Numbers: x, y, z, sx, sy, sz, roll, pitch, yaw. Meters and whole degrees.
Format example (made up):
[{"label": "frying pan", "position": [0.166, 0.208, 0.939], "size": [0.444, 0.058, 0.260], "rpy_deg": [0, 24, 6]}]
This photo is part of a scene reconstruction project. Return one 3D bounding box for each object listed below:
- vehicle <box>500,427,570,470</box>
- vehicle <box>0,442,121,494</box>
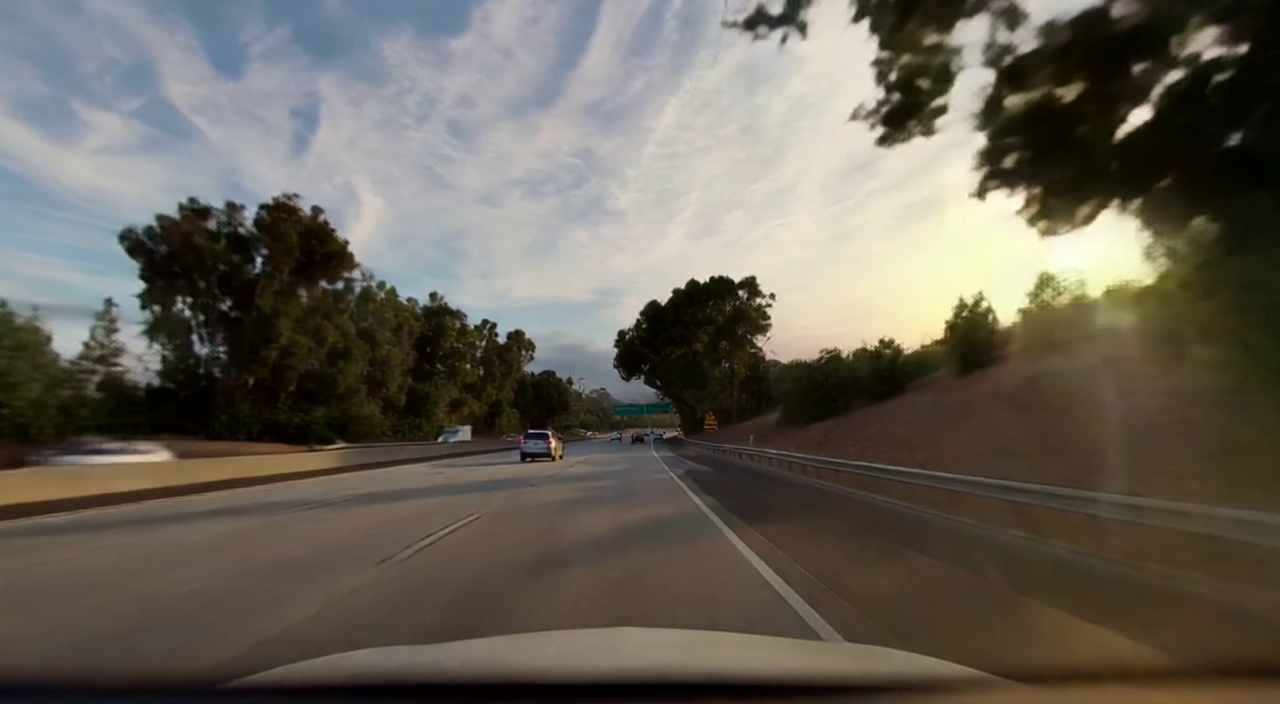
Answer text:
[{"label": "vehicle", "position": [-4.216, 3.947, 26.041], "size": [2.052, 1.626, 4.514], "rpy_deg": [0, -8, 1]}, {"label": "vehicle", "position": [-19.706, 3.695, 20.476], "size": [1.803, 1.464, 4.532], "rpy_deg": [0, -8, 0]}]
